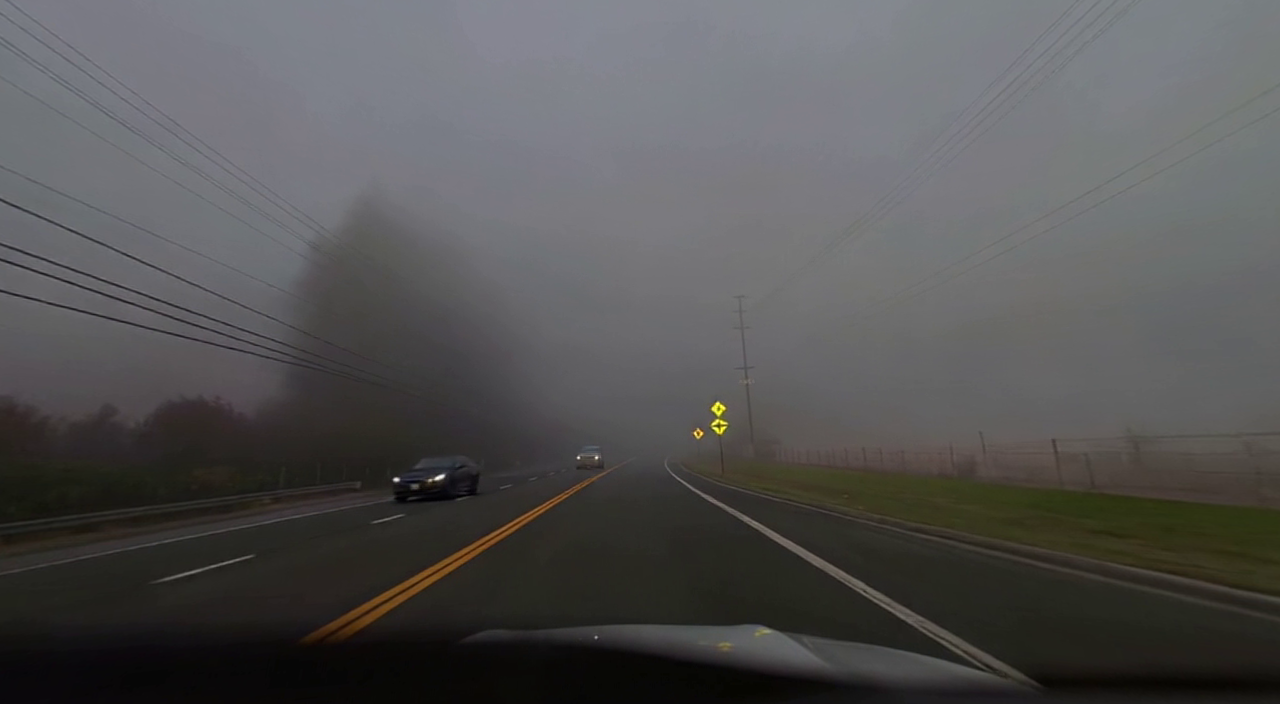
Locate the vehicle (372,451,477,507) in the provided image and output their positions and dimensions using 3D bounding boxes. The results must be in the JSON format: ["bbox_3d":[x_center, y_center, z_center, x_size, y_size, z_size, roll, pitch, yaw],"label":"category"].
[{"bbox_3d":[-7.518,4.433,22.429,2.140,1.621,4.776,-3,-8,-1],"label":"vehicle"}]
